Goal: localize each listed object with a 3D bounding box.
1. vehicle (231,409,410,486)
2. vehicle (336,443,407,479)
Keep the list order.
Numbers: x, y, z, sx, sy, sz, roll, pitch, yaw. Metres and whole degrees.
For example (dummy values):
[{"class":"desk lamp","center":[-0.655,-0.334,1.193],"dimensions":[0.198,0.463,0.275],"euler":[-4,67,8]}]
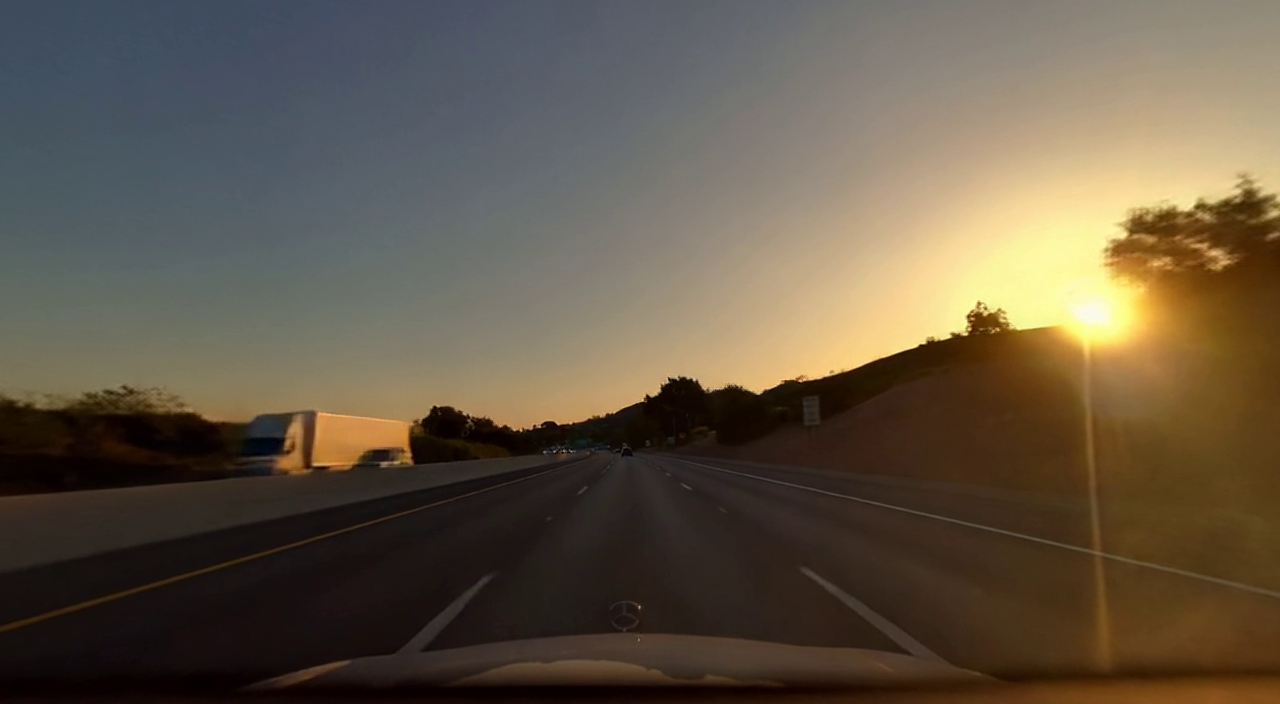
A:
[{"class":"vehicle","center":[-20.042,6.338,41.849],"dimensions":[3.483,4.025,16.969],"euler":[0,-9,-1]},{"class":"vehicle","center":[-16.201,6.591,38.272],"dimensions":[2.222,2.003,4.982],"euler":[0,-9,-1]}]
